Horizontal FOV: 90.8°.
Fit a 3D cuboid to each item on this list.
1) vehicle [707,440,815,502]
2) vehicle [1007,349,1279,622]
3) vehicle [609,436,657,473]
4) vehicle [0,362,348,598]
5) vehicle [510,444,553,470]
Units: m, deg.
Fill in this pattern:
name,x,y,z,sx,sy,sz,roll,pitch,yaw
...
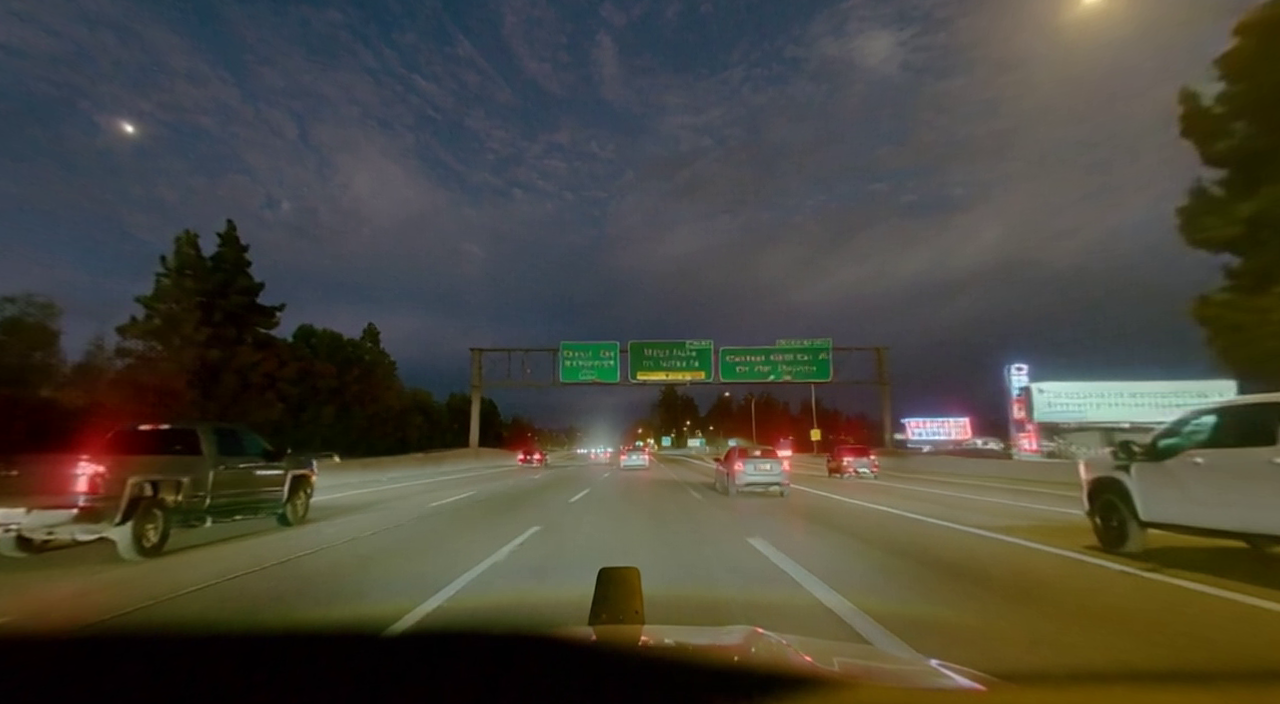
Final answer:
name,x,y,z,sx,sy,sz,roll,pitch,yaw
vehicle,3.140,3.177,17.368,2.011,1.462,4.286,0,-8,-1
vehicle,5.868,0.971,4.649,2.635,1.919,5.907,0,-9,-2
vehicle,-0.359,5.398,33.477,2.323,1.805,4.729,0,-8,0
vehicle,-6.621,1.536,8.485,2.444,2.012,6.122,0,-8,0
vehicle,-6.737,6.576,39.825,1.920,1.482,4.385,0,-8,0
